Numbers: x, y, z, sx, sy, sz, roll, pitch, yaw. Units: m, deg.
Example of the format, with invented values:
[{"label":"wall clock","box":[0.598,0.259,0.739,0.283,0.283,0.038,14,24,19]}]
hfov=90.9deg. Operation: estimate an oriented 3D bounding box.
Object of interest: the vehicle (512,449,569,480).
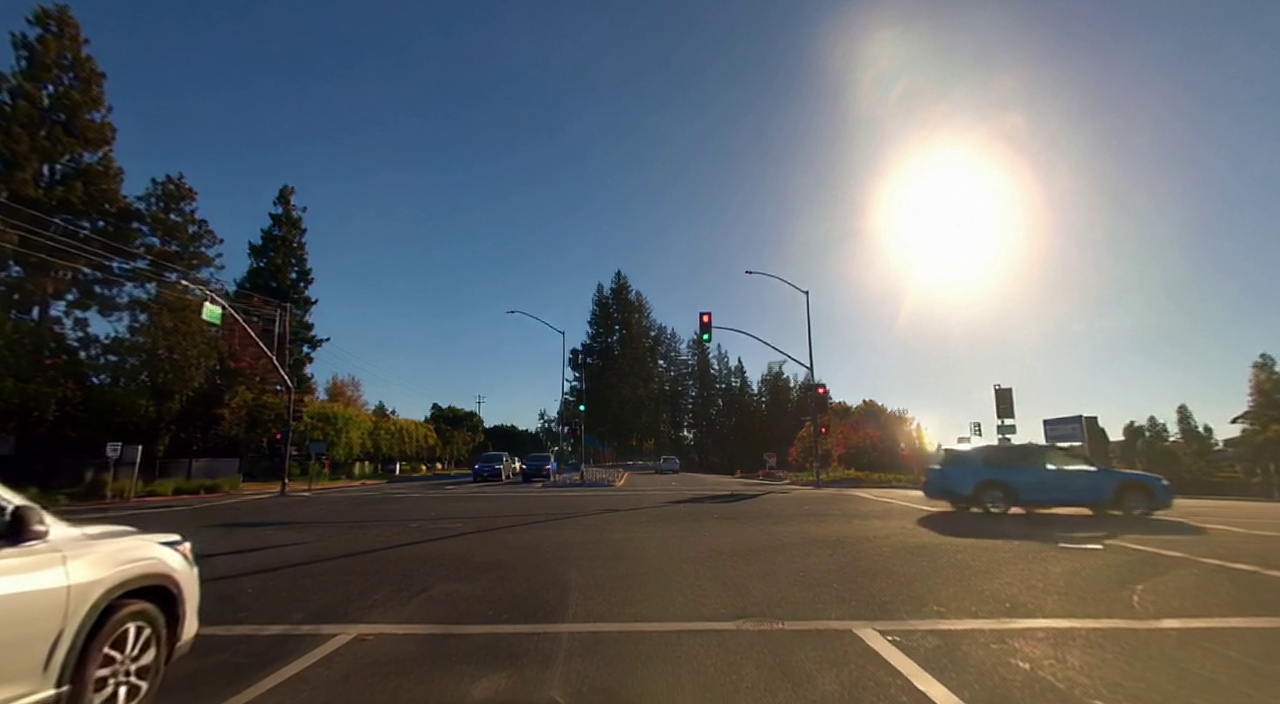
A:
[{"label":"vehicle","box":[-5.195,5.923,33.535,2.107,1.456,4.728,0,-8,2]}]

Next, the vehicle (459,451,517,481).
[{"label":"vehicle","box":[-8.000,6.006,33.481,1.960,1.433,4.213,0,-8,1]}]

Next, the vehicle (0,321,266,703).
[{"label":"vehicle","box":[-3.456,0.669,1.528,2.242,1.761,4.505,0,-8,1]}]

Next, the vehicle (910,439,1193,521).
[{"label":"vehicle","box":[8.066,2.521,12.686,4.404,1.486,1.841,0,-8,-2]}]
